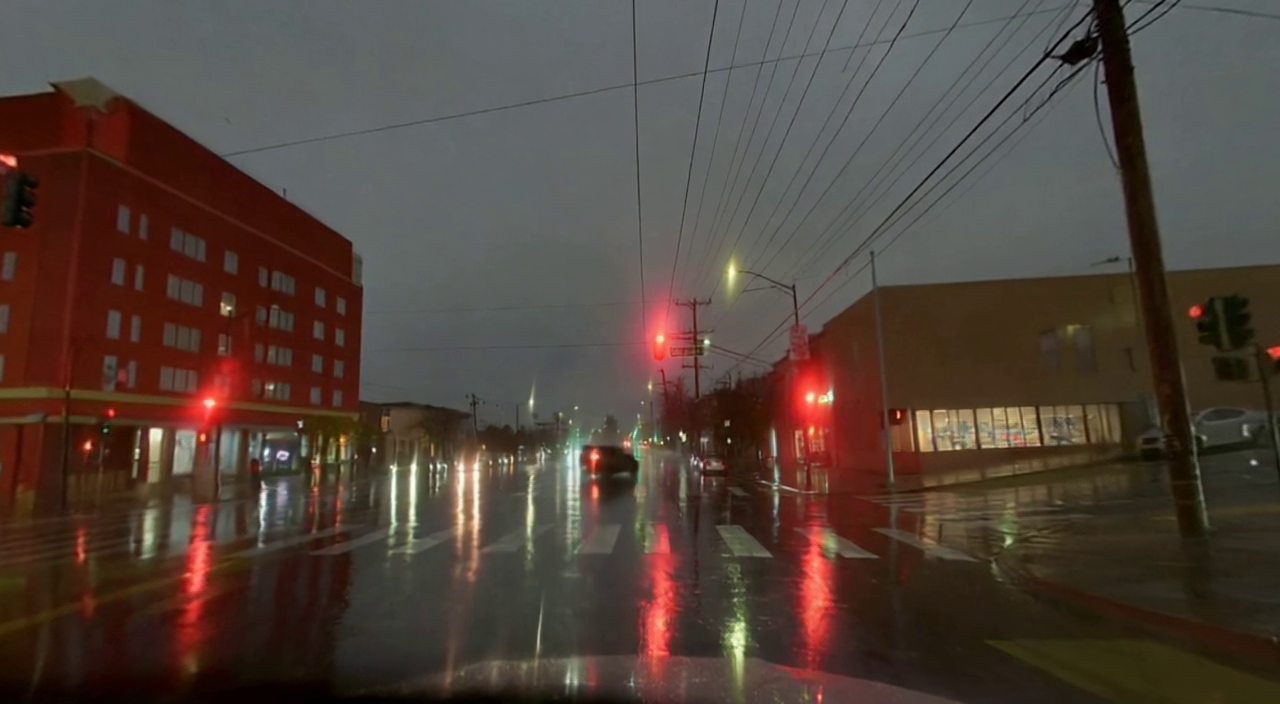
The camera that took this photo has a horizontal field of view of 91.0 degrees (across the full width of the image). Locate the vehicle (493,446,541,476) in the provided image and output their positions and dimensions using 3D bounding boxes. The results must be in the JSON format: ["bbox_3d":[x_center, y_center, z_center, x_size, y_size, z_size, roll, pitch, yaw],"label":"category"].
[{"bbox_3d":[-8.233,7.322,42.621,2.096,1.830,4.752,0,-9,2],"label":"vehicle"}]

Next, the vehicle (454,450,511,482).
[{"bbox_3d":[-8.721,6.329,35.295,2.020,1.672,3.842,0,-9,3],"label":"vehicle"}]

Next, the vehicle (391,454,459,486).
[{"bbox_3d":[-12.029,6.608,35.596,1.943,1.574,4.727,0,-9,3],"label":"vehicle"}]

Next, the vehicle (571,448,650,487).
[{"bbox_3d":[-1.311,5.422,29.963,2.120,1.650,4.525,-3,-9,20],"label":"vehicle"}]

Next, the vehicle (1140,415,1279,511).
[{"bbox_3d":[12.659,2.199,12.767,3.234,1.746,1.941,-2,-10,1],"label":"vehicle"}]
